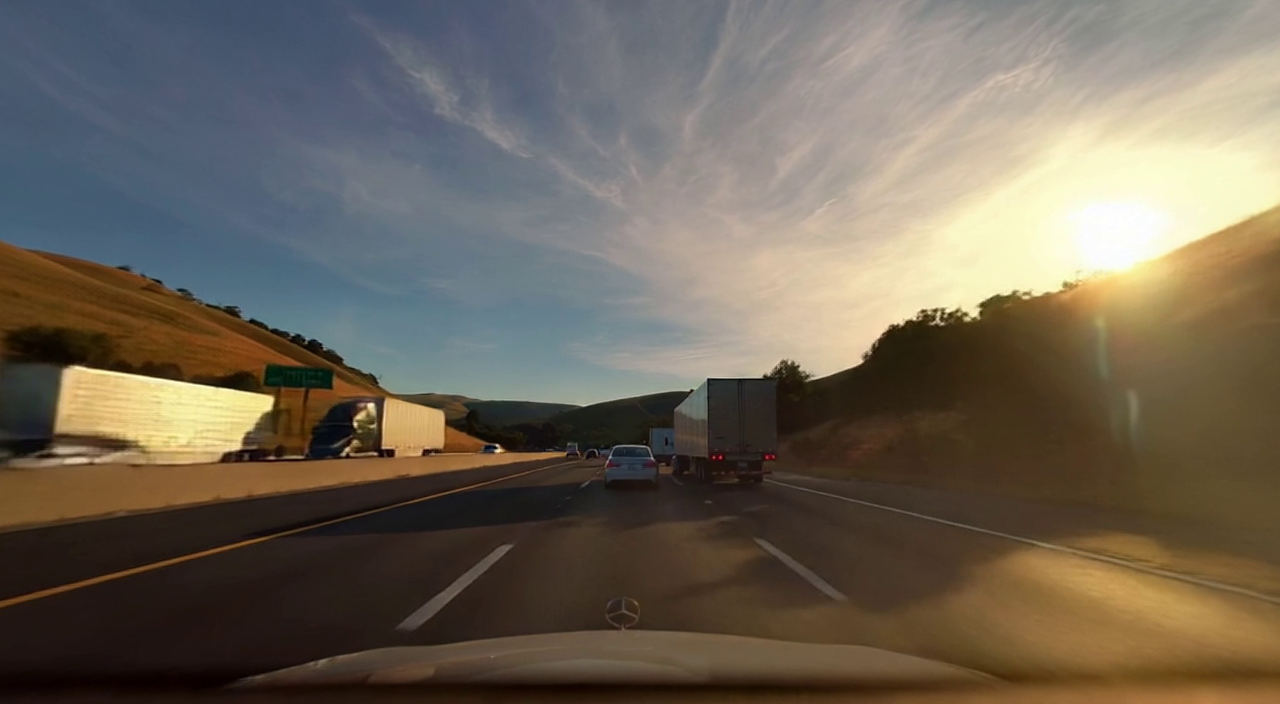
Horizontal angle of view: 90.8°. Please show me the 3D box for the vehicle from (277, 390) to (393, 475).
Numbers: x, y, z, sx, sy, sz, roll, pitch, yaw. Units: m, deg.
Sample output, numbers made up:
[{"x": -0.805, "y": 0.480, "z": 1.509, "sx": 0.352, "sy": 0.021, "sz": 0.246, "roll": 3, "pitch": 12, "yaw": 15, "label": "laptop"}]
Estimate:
[{"x": -15.481, "y": 4.248, "z": 32.591, "sx": 2.985, "sy": 3.964, "sz": 5.868, "roll": 0, "pitch": -9, "yaw": -1, "label": "vehicle"}]

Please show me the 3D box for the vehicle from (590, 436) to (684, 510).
[{"x": -0.082, "y": 3.049, "z": 16.234, "sx": 2.109, "sy": 1.639, "sz": 3.768, "roll": 0, "pitch": -9, "yaw": -1, "label": "vehicle"}]

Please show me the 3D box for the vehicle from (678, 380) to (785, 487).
[{"x": 3.893, "y": 4.168, "z": 31.023, "sx": 2.812, "sy": 4.024, "sz": 14.098, "roll": 0, "pitch": -9, "yaw": -1, "label": "vehicle"}]

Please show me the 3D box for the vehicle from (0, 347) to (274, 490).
[{"x": -19.748, "y": 2.940, "z": 24.568, "sx": 2.833, "sy": 4.023, "sz": 14.091, "roll": 0, "pitch": -9, "yaw": -1, "label": "vehicle"}]
